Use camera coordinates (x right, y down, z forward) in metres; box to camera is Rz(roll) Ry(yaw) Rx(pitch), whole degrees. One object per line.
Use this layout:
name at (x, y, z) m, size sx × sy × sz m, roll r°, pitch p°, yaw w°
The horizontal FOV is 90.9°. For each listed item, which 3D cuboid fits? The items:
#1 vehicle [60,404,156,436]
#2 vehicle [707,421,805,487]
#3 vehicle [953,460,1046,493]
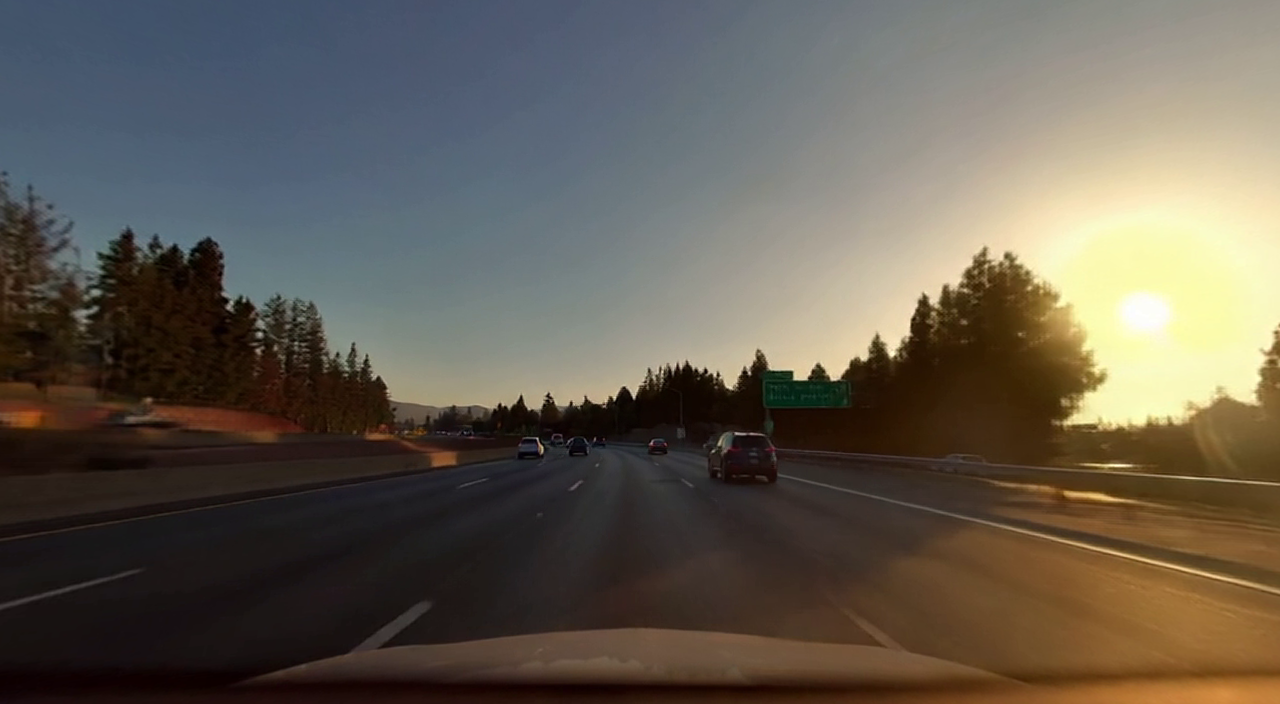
vehicle at (-25.772, 3.347, 30.709) m, size 1.606 × 1.450 × 3.588 m, roll 0°, pitch -8°, yaw -3°
vehicle at (3.402, 3.112, 19.443) m, size 2.043 × 1.795 × 4.347 m, roll 0°, pitch -8°, yaw -2°
vehicle at (20.268, 7.001, 35.828) m, size 2.033 × 1.580 × 4.752 m, roll 1°, pitch -8°, yaw -8°
